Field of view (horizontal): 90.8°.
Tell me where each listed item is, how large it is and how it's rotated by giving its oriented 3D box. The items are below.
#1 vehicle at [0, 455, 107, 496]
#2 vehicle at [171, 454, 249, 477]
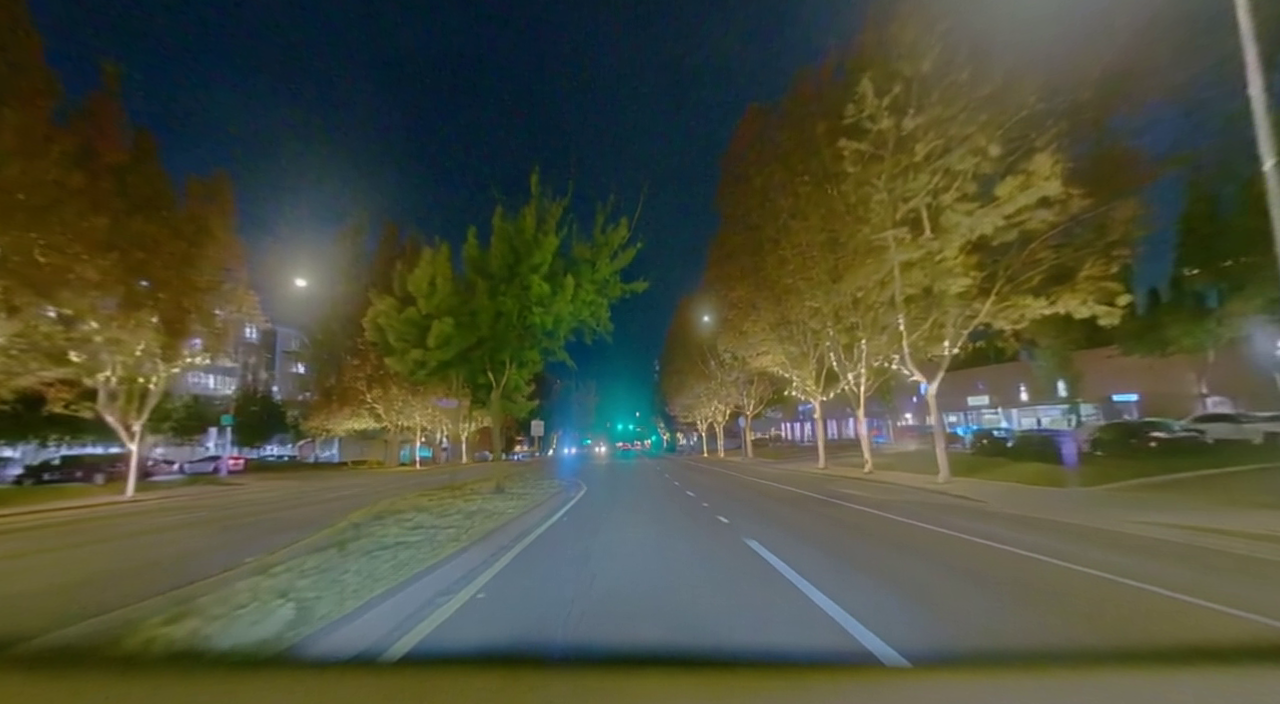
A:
[{"bbox_3d":[-24.131,4.860,25.021,4.213,1.493,1.875,0,-9,-1],"label":"vehicle"},{"bbox_3d":[-32.161,8.482,47.287,4.486,1.614,1.950,-1,-9,4],"label":"vehicle"}]
